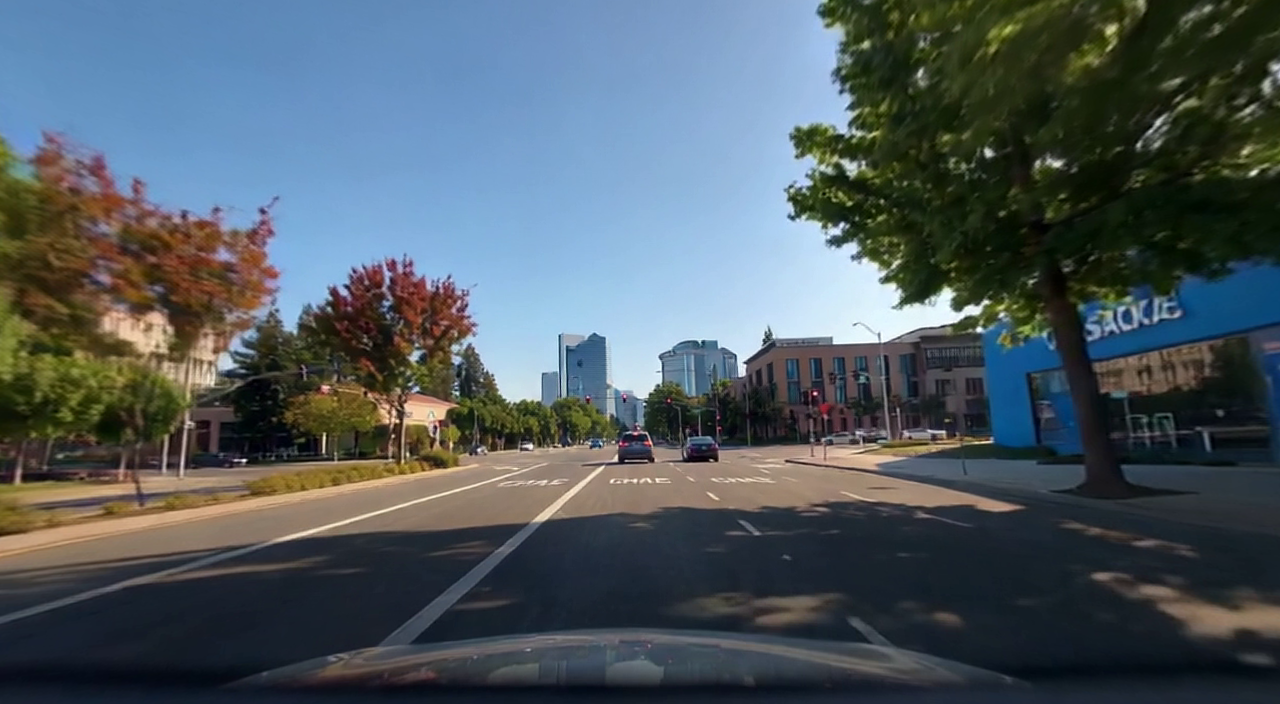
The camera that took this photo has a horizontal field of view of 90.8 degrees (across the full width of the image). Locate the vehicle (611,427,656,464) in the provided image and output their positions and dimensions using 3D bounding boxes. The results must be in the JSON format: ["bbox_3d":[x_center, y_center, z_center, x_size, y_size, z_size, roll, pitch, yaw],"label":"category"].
[{"bbox_3d":[-0.343,5.208,35.234,2.313,1.860,4.319,0,-8,0],"label":"vehicle"}]

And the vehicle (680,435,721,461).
[{"bbox_3d":[3.577,5.773,38.149,2.080,1.472,4.401,0,-8,0],"label":"vehicle"}]
